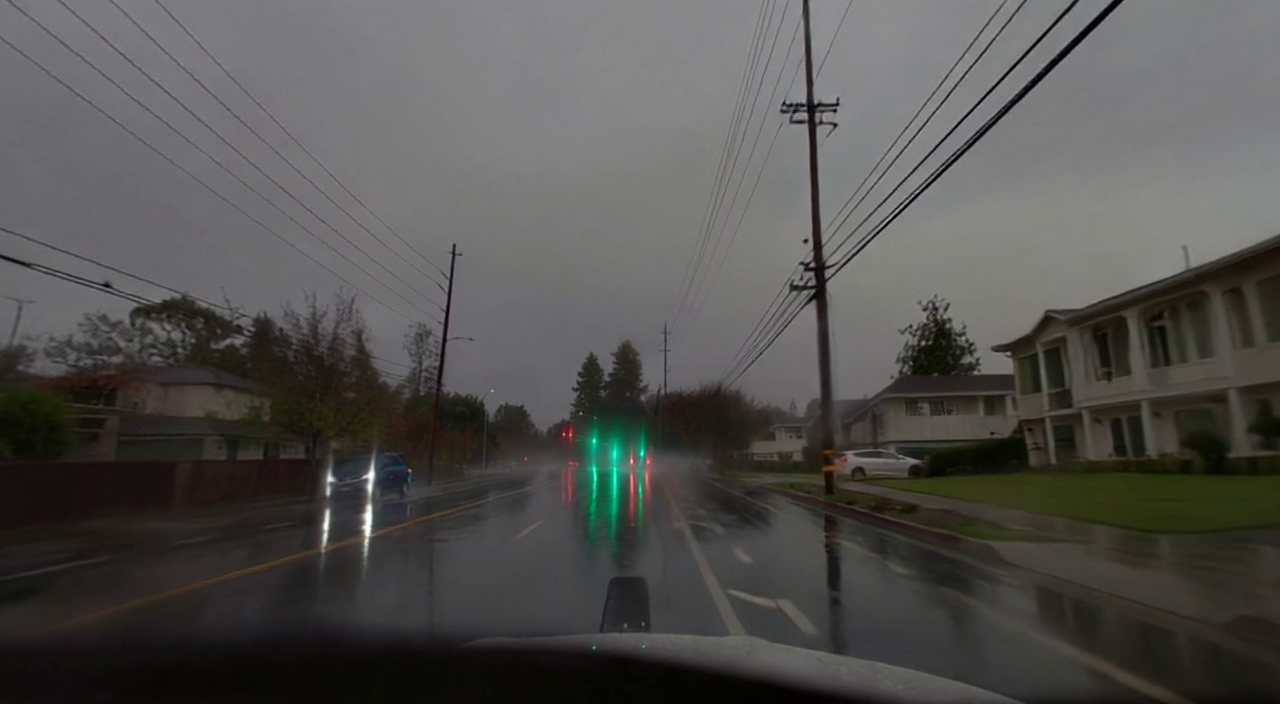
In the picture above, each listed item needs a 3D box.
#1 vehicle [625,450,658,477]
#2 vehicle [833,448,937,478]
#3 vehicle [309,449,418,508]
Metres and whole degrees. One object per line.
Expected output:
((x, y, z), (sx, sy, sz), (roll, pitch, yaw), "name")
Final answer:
((0.132, 8.213, 46.835), (2.284, 1.741, 4.702), (2, -8, 1), "vehicle")
((12.788, 5.815, 33.092), (4.648, 1.511, 1.919), (0, -8, -2), "vehicle")
((-10.974, 5.008, 25.532), (1.998, 2.047, 5.167), (0, -8, 1), "vehicle")
